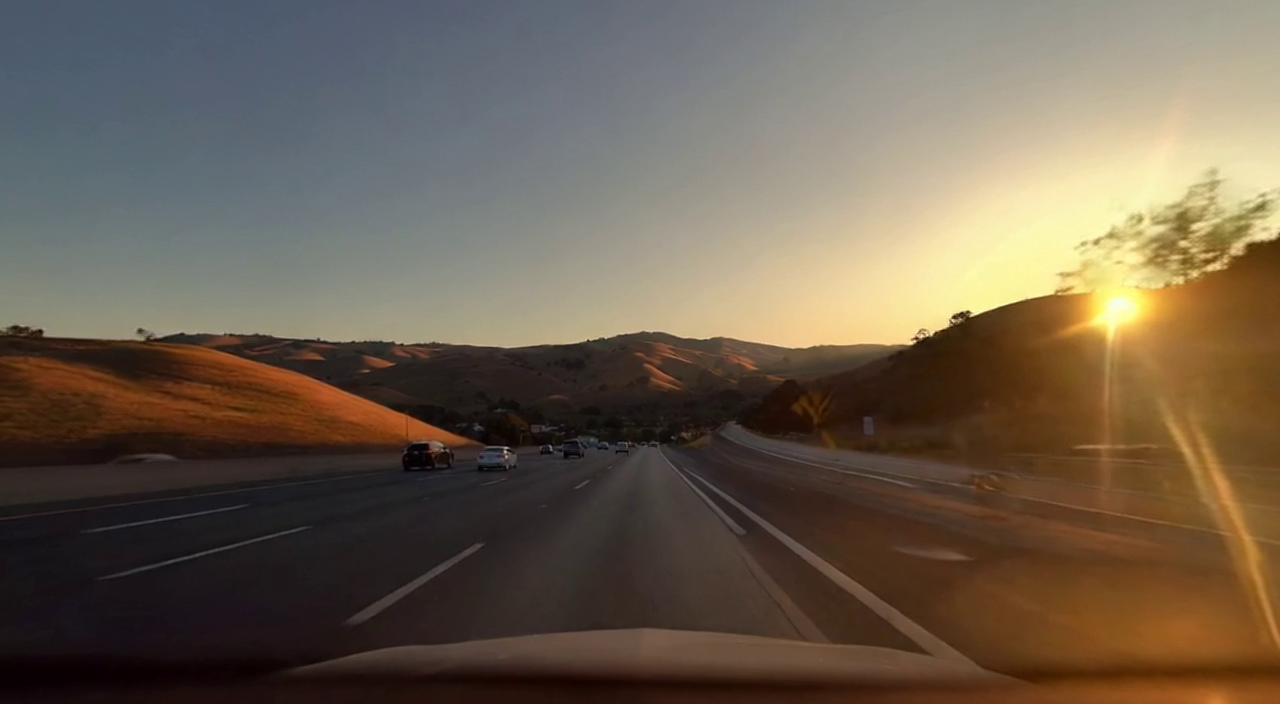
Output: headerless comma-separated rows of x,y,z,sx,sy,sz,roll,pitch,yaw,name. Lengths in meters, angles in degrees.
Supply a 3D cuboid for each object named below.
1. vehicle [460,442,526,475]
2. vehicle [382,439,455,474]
-7.178,5.230,31.342,2.107,1.484,4.449,-1,-8,1,vehicle
-11.400,5.385,32.801,2.020,1.645,4.629,-1,-8,1,vehicle
